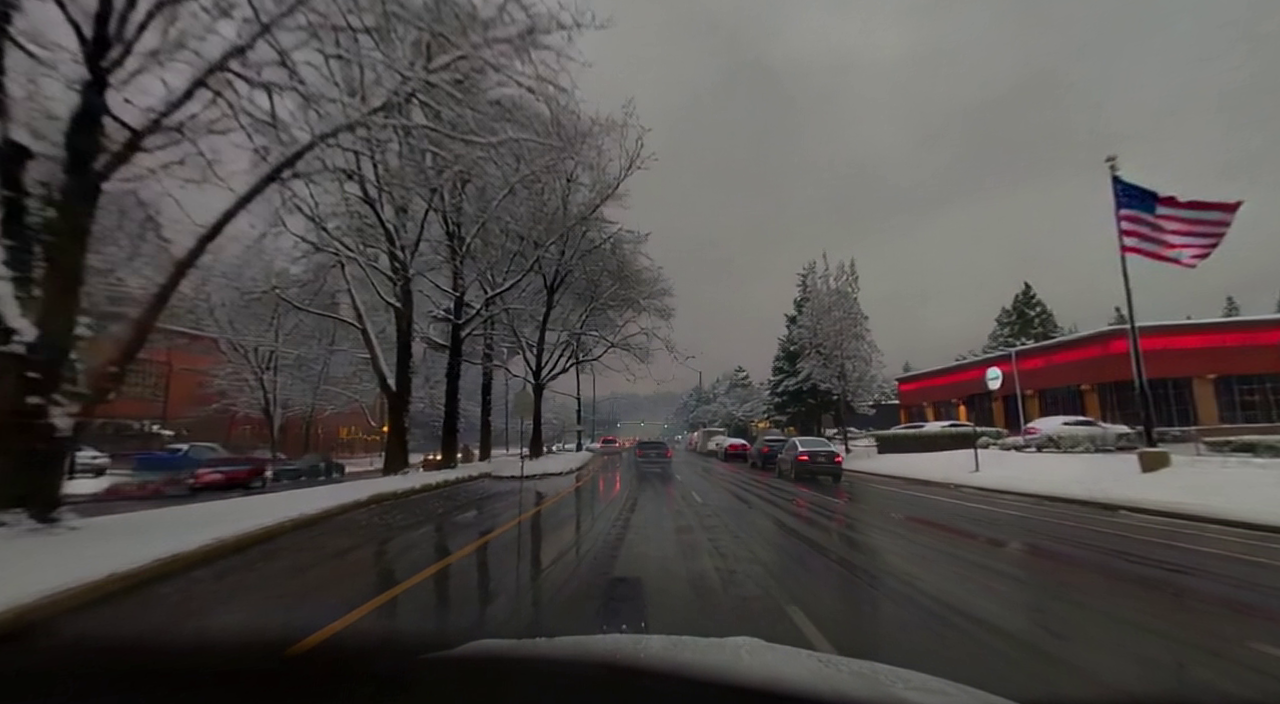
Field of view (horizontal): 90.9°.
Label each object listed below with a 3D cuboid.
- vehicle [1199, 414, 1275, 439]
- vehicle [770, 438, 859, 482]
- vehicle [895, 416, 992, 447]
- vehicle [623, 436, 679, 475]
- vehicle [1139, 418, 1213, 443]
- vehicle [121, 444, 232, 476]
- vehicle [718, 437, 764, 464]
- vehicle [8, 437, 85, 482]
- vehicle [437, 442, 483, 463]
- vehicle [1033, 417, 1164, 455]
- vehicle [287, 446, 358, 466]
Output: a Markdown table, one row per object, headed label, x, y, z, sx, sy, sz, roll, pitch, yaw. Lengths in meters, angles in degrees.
| label | x | y | z | sx | sy | sz | roll | pitch | yaw |
| --- | --- | --- | --- | --- | --- | --- | --- | --- | --- |
| vehicle | 40.168 | 5.080 | 42.540 | 1.826 | 1.494 | 4.580 | -3 | -9 | 18 |
| vehicle | 6.499 | 4.057 | 24.029 | 2.016 | 1.479 | 4.532 | 0 | -8 | -1 |
| vehicle | 19.496 | 5.156 | 40.649 | 5.117 | 1.905 | 2.075 | 0 | -8 | 0 |
| vehicle | 0.357 | 4.232 | 26.027 | 2.091 | 1.472 | 4.697 | 0 | -8 | -1 |
| vehicle | 33.052 | 4.882 | 39.013 | 1.797 | 1.426 | 4.346 | -3 | -9 | 17 |
| vehicle | -26.896 | 6.264 | 36.697 | 4.853 | 1.788 | 2.059 | 0 | -8 | 1 |
| vehicle | 6.518 | 6.429 | 41.246 | 2.105 | 1.646 | 4.612 | 0 | -8 | -2 |
| vehicle | -28.932 | 5.166 | 30.661 | 5.346 | 1.985 | 2.207 | -8 | -11 | 42 |
| vehicle | -13.476 | 7.563 | 47.430 | 2.005 | 1.482 | 4.491 | 0 | -8 | 1 |
| vehicle | 19.568 | 3.617 | 27.040 | 4.059 | 1.563 | 1.995 | 0 | -8 | -2 |
| vehicle | -24.356 | 7.968 | 48.421 | 4.392 | 1.453 | 1.855 | 0 | -8 | -1 |
